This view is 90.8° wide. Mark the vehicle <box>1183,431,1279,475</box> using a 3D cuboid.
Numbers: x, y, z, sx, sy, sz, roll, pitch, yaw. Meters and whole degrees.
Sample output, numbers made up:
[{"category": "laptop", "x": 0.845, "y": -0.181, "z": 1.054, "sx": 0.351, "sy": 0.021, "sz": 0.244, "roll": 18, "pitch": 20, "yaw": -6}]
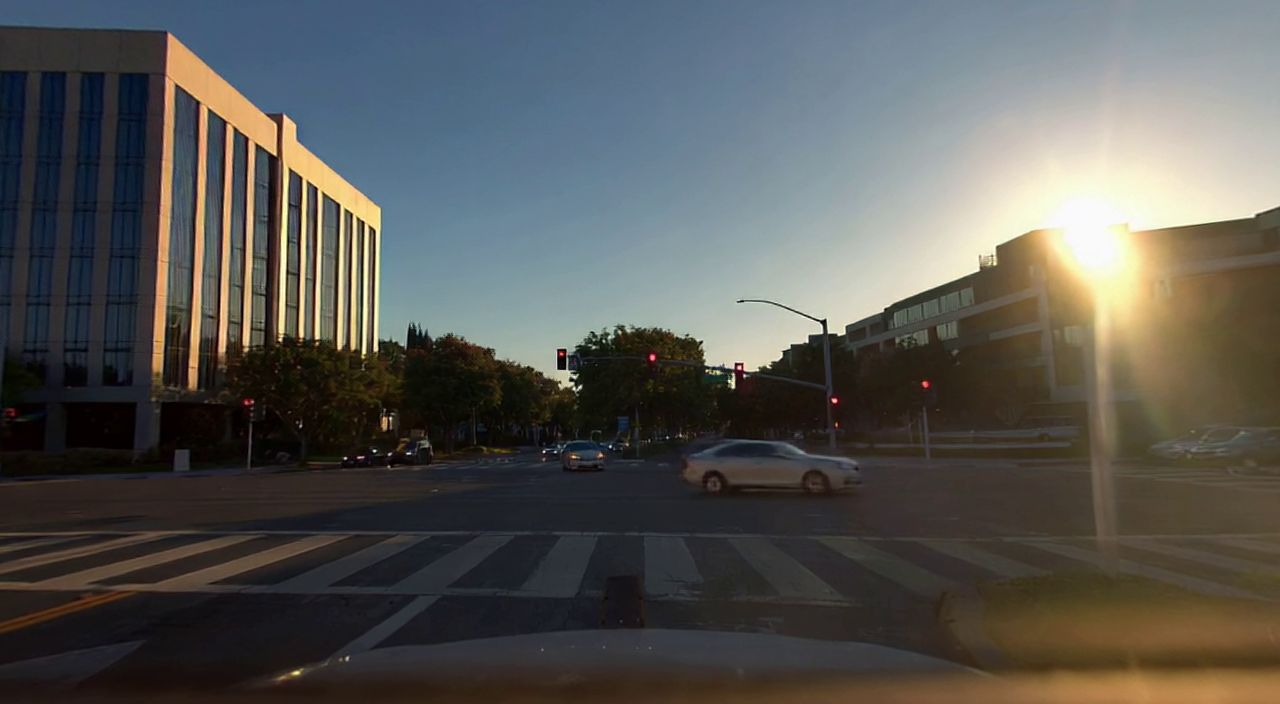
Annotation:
[{"category": "vehicle", "x": 22.319, "y": 3.560, "z": 22.361, "sx": 4.474, "sy": 1.477, "sz": 1.908, "roll": 0, "pitch": -9, "yaw": -3}]

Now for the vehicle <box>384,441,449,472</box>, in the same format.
[{"category": "vehicle", "x": -15.143, "y": 7.124, "z": 43.232, "sx": 2.340, "sy": 1.946, "sz": 5.450, "roll": -1, "pitch": -9, "yaw": 2}]

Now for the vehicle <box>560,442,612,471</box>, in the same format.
[{"category": "vehicle", "x": -3.037, "y": 5.663, "z": 34.552, "sx": 2.115, "sy": 1.445, "sz": 4.864, "roll": 2, "pitch": -9, "yaw": -14}]

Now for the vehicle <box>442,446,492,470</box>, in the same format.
[{"category": "vehicle", "x": -11.646, "y": 7.145, "z": 42.812, "sx": 2.003, "sy": 1.476, "sz": 4.297, "roll": -1, "pitch": -9, "yaw": 2}]

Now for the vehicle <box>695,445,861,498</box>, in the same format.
[{"category": "vehicle", "x": 3.729, "y": 3.173, "z": 17.034, "sx": 4.093, "sy": 1.288, "sz": 1.910, "roll": -4, "pitch": -9, "yaw": 20}]

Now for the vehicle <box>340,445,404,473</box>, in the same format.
[{"category": "vehicle", "x": -18.555, "y": 7.411, "z": 44.090, "sx": 2.237, "sy": 1.842, "sz": 5.116, "roll": 0, "pitch": -9, "yaw": 0}]
